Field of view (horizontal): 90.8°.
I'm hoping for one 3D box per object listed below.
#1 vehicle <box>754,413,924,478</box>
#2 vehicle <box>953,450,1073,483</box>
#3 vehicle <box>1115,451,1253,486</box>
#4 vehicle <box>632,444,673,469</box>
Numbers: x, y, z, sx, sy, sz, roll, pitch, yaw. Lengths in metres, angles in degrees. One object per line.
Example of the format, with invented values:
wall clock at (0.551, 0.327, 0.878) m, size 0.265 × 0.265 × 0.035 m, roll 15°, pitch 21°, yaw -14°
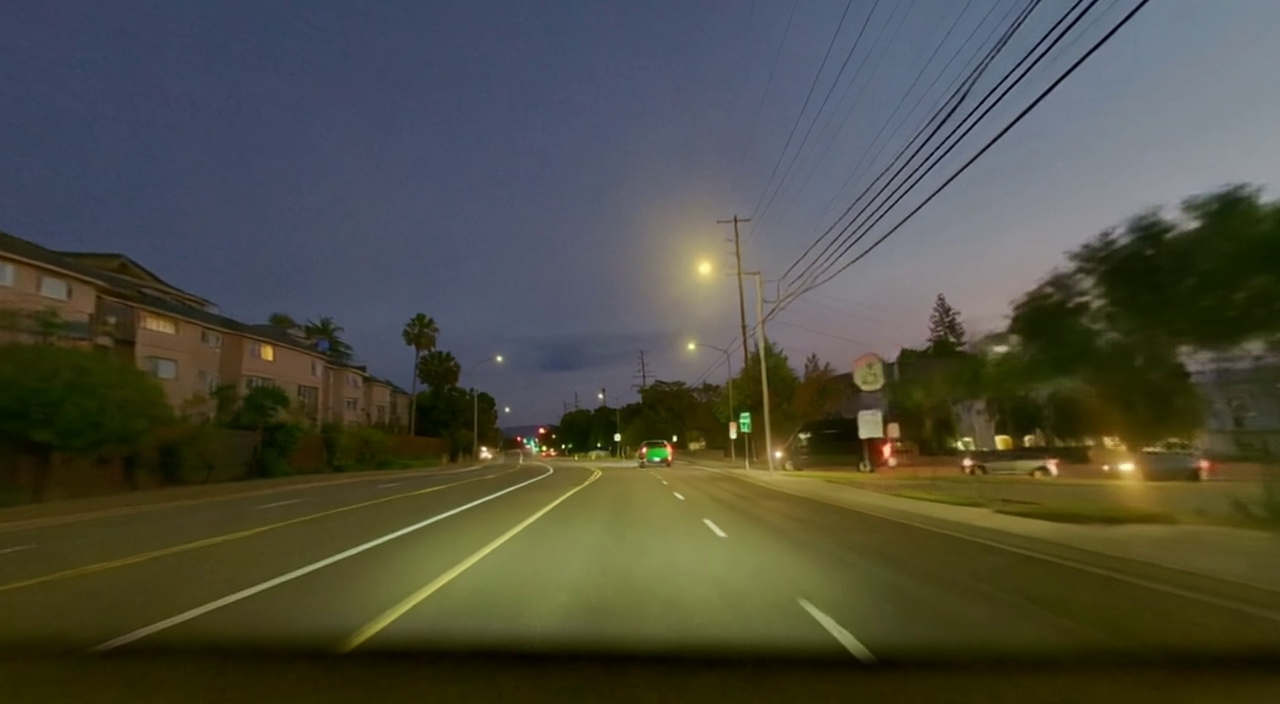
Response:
vehicle at (10.295, 4.908, 33.028) m, size 7.877 × 3.013 × 2.916 m, roll -5°, pitch -11°, yaw 30°
vehicle at (17.183, 5.284, 29.372) m, size 4.396 × 1.447 × 1.838 m, roll -3°, pitch -10°, yaw 17°
vehicle at (24.240, 5.188, 28.249) m, size 4.462 × 1.449 × 1.877 m, roll 1°, pitch -9°, yaw -3°
vehicle at (0.727, 6.585, 39.791) m, size 2.015 × 1.467 × 4.117 m, roll 1°, pitch -9°, yaw -7°
